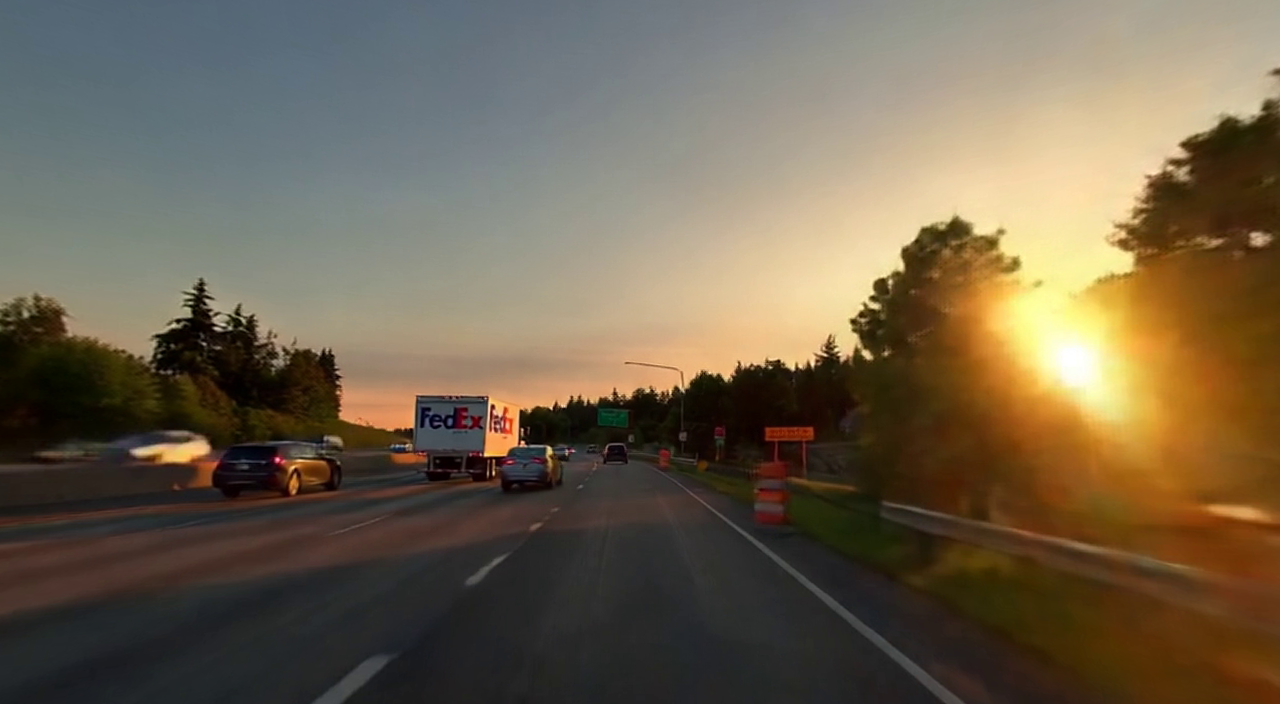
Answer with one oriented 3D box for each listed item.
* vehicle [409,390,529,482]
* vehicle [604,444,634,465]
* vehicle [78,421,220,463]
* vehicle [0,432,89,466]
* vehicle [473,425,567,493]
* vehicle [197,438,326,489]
[{"bbox_3d":[-6.844,3.637,26.850,2.870,3.266,8.589,0,-9,-1],"label":"vehicle"},{"bbox_3d":[-1.582,7.571,46.820,2.043,1.489,3.839,1,-9,-4],"label":"vehicle"},{"bbox_3d":[-23.531,4.412,30.709,2.212,1.846,6.051,0,-9,-2],"label":"vehicle"},{"bbox_3d":[-33.683,5.369,34.922,1.990,1.758,5.022,0,-9,-3],"label":"vehicle"},{"bbox_3d":[-3.657,3.377,20.216,2.170,1.886,4.628,0,-9,-1],"label":"vehicle"},{"bbox_3d":[-13.570,4.011,23.021,2.018,1.668,4.409,0,-9,-1],"label":"vehicle"}]
